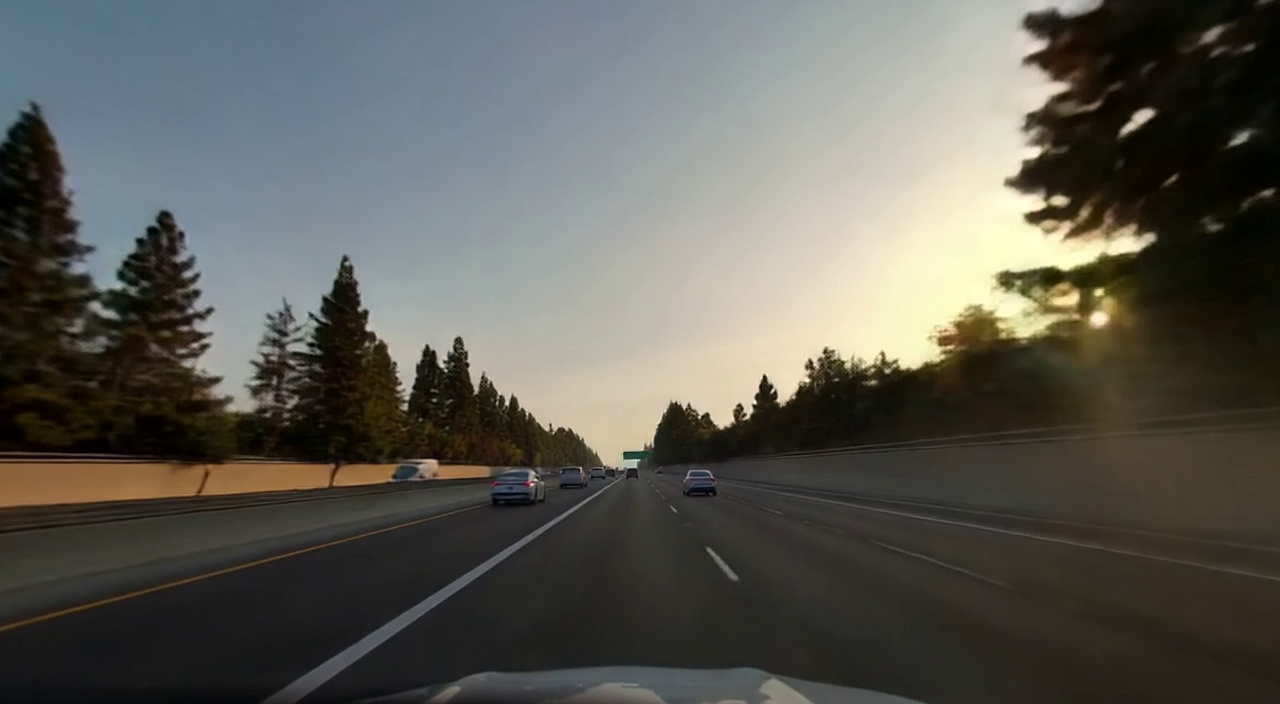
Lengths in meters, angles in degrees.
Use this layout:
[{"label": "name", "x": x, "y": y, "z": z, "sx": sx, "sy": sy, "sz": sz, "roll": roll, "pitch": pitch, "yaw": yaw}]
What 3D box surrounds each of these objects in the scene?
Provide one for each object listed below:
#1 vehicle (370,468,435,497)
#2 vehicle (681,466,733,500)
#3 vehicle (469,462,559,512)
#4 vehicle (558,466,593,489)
[{"label": "vehicle", "x": -13.008, "y": 7.166, "z": 34.855, "sx": 1.839, "sy": 1.449, "sz": 4.424, "roll": 0, "pitch": -11, "yaw": 0}, {"label": "vehicle", "x": 3.177, "y": 6.336, "z": 30.770, "sx": 1.981, "sy": 1.516, "sz": 4.109, "roll": 1, "pitch": -11, "yaw": -1}, {"label": "vehicle", "x": -4.056, "y": 4.478, "z": 21.230, "sx": 2.004, "sy": 1.468, "sz": 4.812, "roll": 0, "pitch": -11, "yaw": 0}, {"label": "vehicle", "x": -4.367, "y": 8.578, "z": 43.208, "sx": 2.000, "sy": 1.484, "sz": 3.995, "roll": 1, "pitch": -11, "yaw": -1}]
